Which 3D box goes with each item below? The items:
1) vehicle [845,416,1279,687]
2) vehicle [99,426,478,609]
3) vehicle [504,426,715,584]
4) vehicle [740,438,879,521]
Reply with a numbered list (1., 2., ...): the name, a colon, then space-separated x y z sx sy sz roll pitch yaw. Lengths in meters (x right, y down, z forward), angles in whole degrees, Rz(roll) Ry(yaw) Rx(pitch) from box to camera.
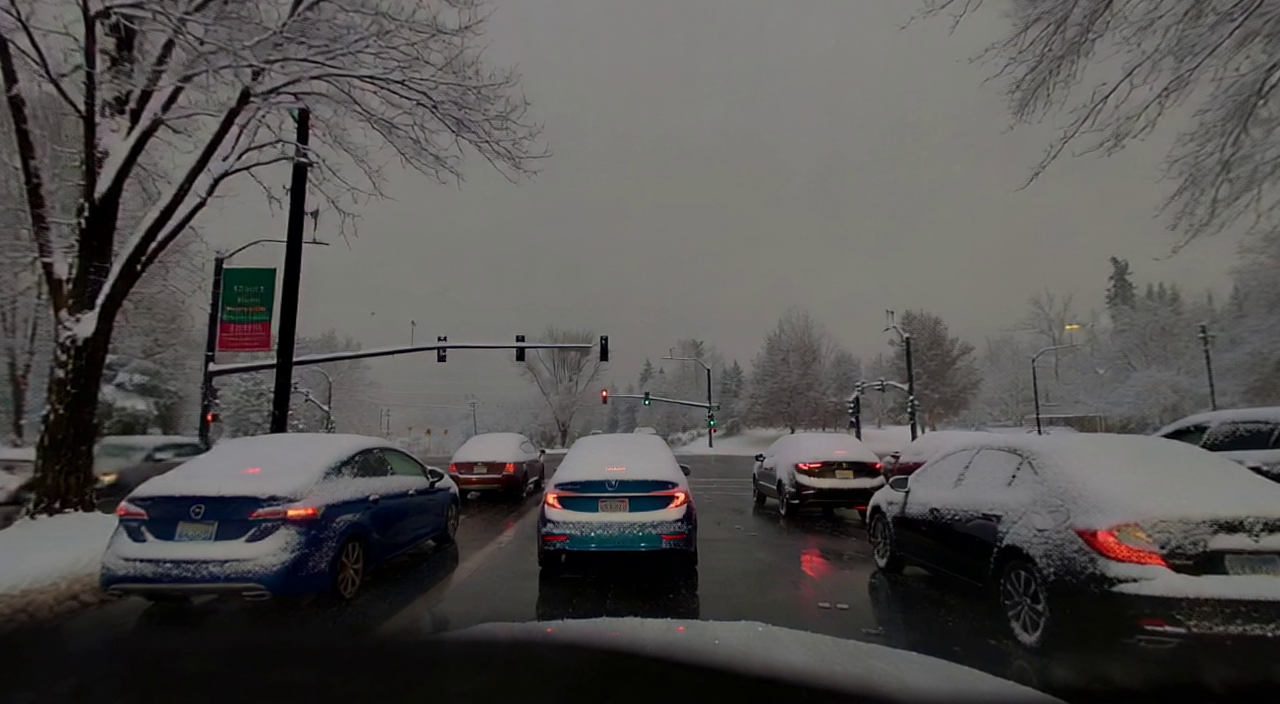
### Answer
1. vehicle: 3.607 1.434 5.769 1.953 1.471 4.470 0 -9 0
2. vehicle: -3.372 1.653 7.224 1.929 1.457 4.136 0 -9 0
3. vehicle: -0.310 1.732 7.881 1.994 1.479 3.647 0 -9 -1
4. vehicle: 3.397 2.614 13.492 1.852 1.498 3.825 0 -9 -1
